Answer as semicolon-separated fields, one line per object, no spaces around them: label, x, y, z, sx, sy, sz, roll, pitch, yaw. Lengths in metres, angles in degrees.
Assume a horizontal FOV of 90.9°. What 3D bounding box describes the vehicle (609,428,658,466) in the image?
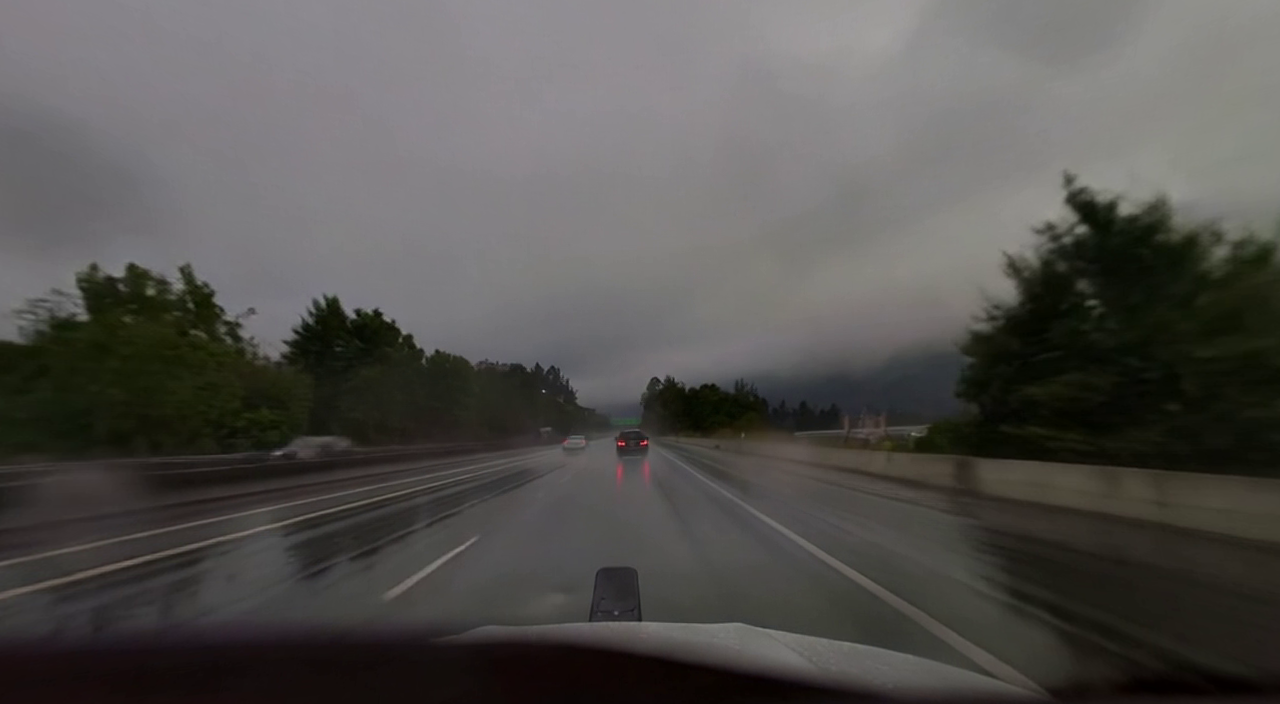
vehicle;-0.298;4.508;30.025;2.134;1.654;4.174;0;-8;0

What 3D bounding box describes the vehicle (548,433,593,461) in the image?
vehicle;-3.882;5.392;35.935;2.030;1.491;4.046;0;-8;1

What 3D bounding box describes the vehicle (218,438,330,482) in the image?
vehicle;-12.970;3.817;22.616;1.768;1.401;3.810;0;-8;-1
